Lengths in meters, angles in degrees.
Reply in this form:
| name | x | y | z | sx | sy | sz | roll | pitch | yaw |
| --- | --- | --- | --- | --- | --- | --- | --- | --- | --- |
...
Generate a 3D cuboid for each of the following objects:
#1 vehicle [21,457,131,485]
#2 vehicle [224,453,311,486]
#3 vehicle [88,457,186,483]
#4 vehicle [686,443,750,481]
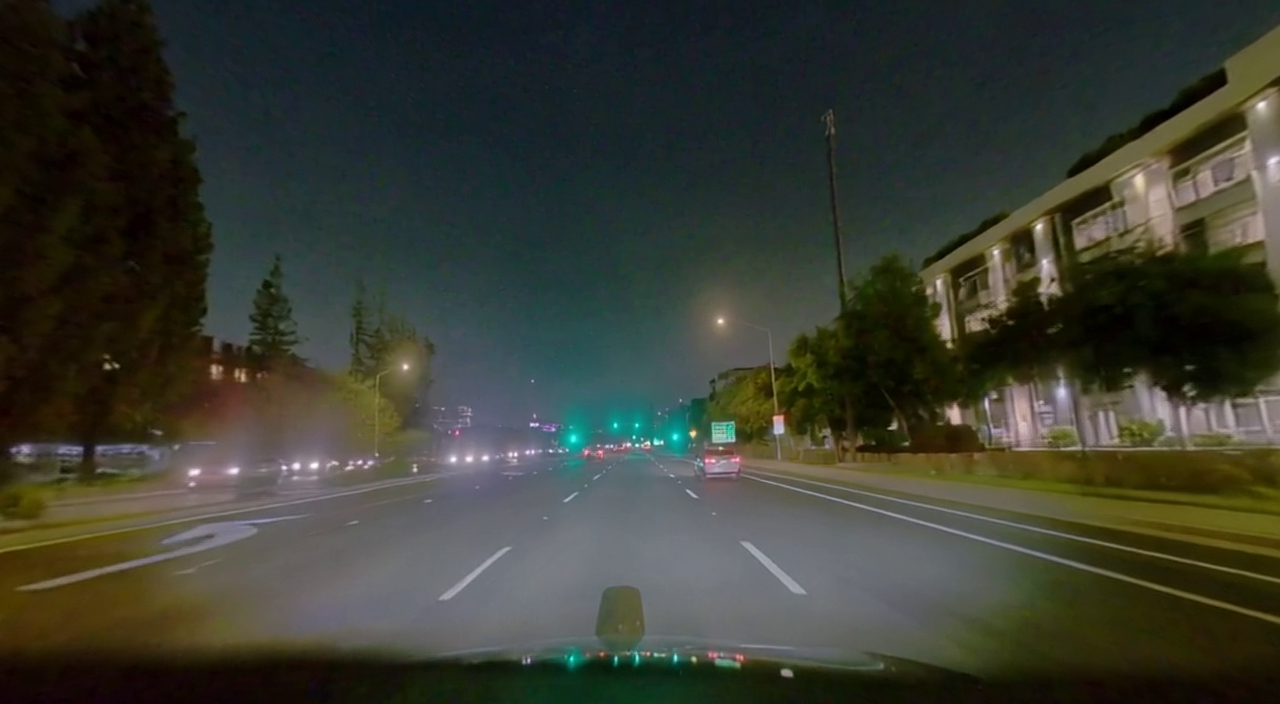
| name | x | y | z | sx | sy | sz | roll | pitch | yaw |
| --- | --- | --- | --- | --- | --- | --- | --- | --- | --- |
| vehicle | -31.969 | 6.758 | 35.901 | 4.363 | 1.472 | 1.892 | 0 | -9 | -2 |
| vehicle | -19.321 | 6.095 | 33.013 | 1.876 | 1.506 | 4.231 | -1 | -8 | 2 |
| vehicle | -30.858 | 7.235 | 38.859 | 4.325 | 1.484 | 1.899 | 0 | -9 | -1 |
| vehicle | 3.226 | 4.648 | 26.976 | 1.966 | 1.449 | 4.290 | 0 | -8 | -3 |
